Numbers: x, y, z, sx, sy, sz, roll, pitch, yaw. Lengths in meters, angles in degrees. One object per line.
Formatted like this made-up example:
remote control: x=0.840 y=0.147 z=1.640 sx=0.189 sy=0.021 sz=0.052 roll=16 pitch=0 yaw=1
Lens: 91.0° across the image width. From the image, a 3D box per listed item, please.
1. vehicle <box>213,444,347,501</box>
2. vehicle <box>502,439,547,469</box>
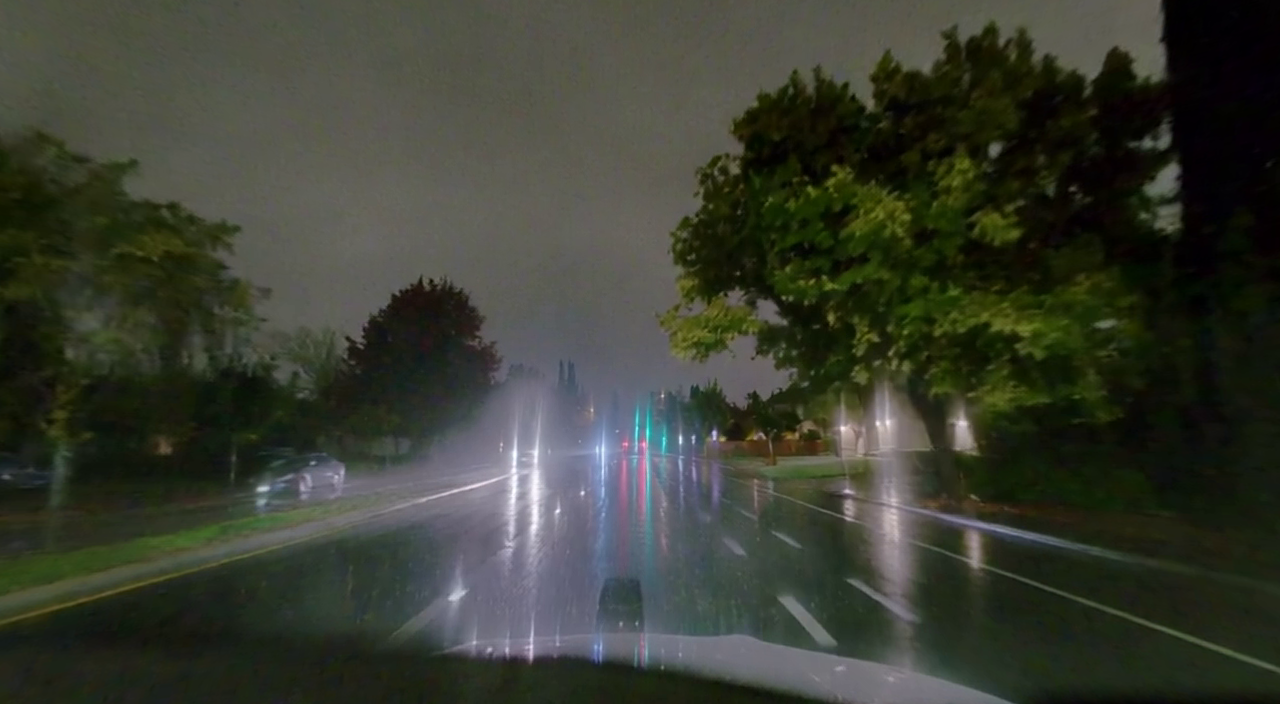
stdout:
vehicle: x=-12.329 y=4.105 z=21.984 sx=2.098 sy=1.740 sz=4.449 roll=0 pitch=-8 yaw=-1
vehicle: x=-7.257 y=6.456 z=39.968 sx=2.082 sy=1.789 sz=4.387 roll=0 pitch=-8 yaw=0
